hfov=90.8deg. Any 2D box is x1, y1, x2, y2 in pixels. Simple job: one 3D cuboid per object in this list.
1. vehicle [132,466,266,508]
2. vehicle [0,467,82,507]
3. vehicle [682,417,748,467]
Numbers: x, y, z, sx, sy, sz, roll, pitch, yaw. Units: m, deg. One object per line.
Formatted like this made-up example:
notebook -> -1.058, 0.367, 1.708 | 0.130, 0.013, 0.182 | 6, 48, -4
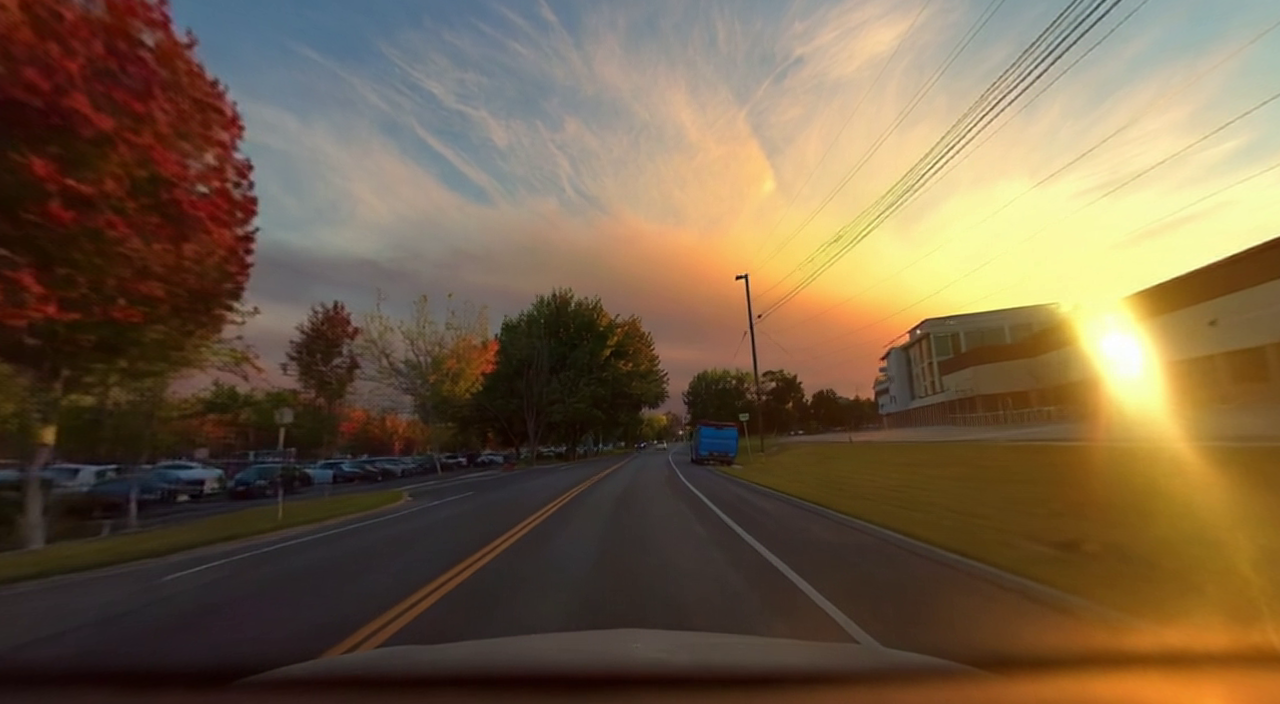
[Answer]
vehicle -> -22.129, 6.728, 32.019 | 2.233, 1.709, 5.161 | -3, -9, 18
vehicle -> -32.478, 7.079, 32.876 | 4.996, 1.817, 2.054 | -3, -9, 2
vehicle -> 4.915, 6.240, 43.778 | 3.282, 3.067, 10.181 | 0, -8, 0
